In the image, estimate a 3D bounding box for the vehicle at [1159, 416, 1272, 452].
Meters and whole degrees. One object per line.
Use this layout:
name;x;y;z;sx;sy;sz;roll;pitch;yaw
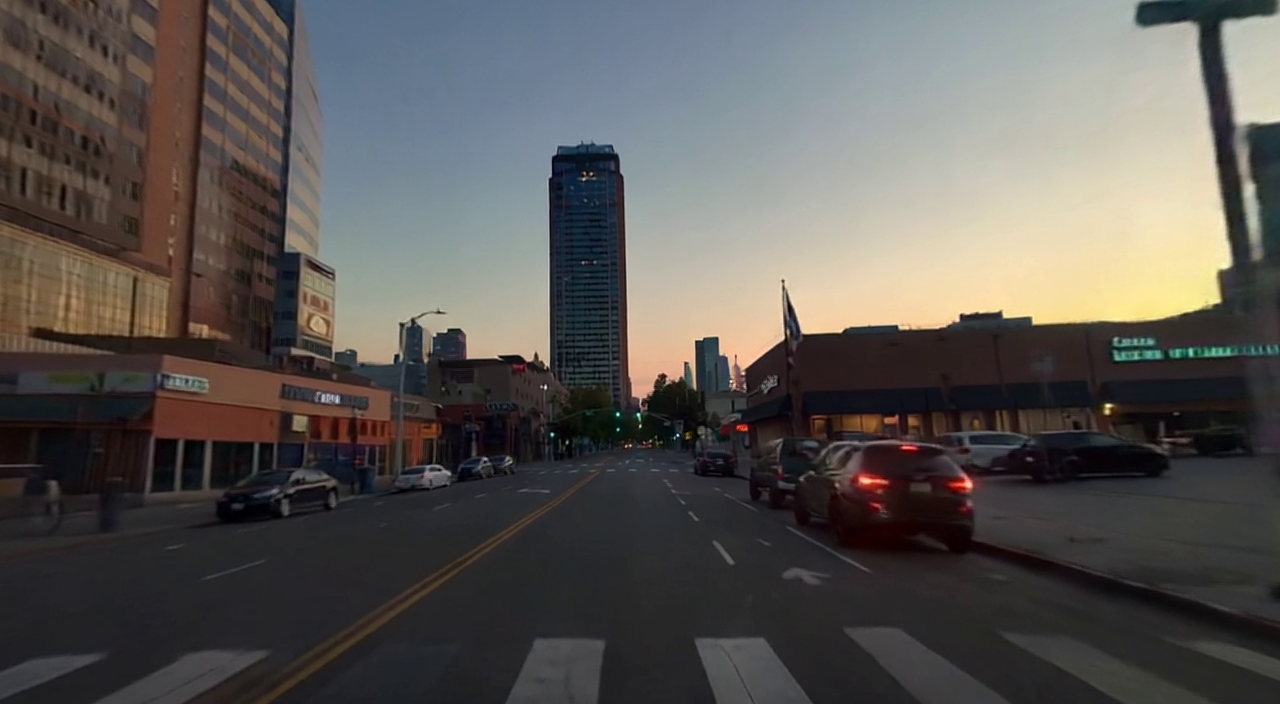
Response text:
vehicle;27.069;3.849;29.789;3.666;1.448;1.639;-3;-6;1

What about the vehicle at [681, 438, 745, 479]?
vehicle;3.644;5.485;32.812;2.492;1.909;5.830;0;-8;-1

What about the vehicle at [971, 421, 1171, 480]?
vehicle;13.615;3.155;20.258;4.732;1.746;2.141;-1;-8;3

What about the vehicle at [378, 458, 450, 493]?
vehicle;-10.850;5.943;30.751;1.861;1.473;4.633;0;-8;-1

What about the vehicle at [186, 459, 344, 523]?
vehicle;-10.897;4.036;18.831;2.018;1.553;4.407;0;-8;-1

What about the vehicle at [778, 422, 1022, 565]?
vehicle;3.866;2.179;10.652;2.118;1.779;5.121;-1;-8;3
